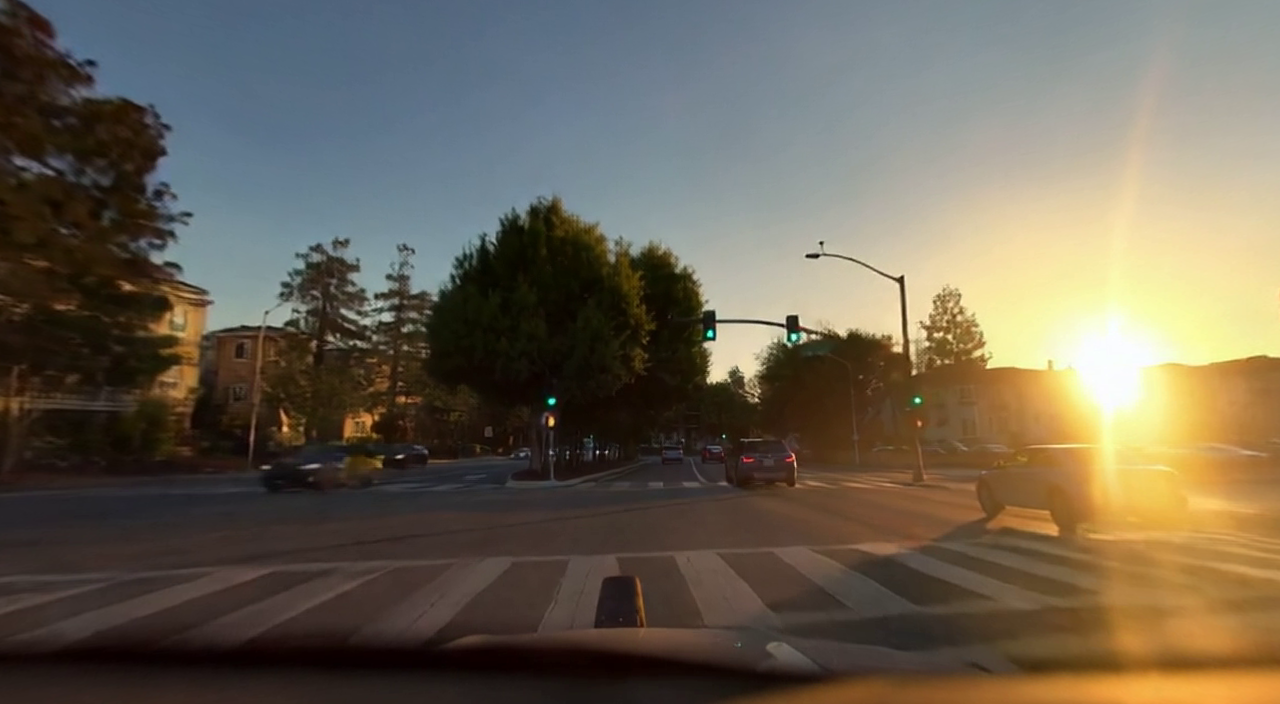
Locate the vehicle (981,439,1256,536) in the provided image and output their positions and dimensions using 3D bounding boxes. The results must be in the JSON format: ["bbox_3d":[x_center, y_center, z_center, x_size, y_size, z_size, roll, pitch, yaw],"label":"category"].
[{"bbox_3d":[8.571,2.425,11.933,1.949,1.492,4.103,0,-9,0],"label":"vehicle"}]

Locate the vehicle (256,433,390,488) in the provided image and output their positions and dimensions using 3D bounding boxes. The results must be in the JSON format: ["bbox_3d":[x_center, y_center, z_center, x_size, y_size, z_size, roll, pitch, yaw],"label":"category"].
[{"bbox_3d":[-11.323,3.907,23.071,2.155,1.768,4.904,-1,-9,2],"label":"vehicle"}]

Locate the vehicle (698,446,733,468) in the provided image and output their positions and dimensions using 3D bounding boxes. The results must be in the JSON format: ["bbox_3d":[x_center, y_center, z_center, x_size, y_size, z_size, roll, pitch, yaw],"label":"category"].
[{"bbox_3d":[5.180,7.245,43.758,2.064,1.474,4.389,0,-9,2],"label":"vehicle"}]

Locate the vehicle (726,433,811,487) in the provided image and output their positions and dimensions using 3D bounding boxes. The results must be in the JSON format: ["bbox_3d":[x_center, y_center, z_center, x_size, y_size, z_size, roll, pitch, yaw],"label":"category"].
[{"bbox_3d":[4.657,4.002,23.680,2.209,1.813,4.724,0,-9,1],"label":"vehicle"}]

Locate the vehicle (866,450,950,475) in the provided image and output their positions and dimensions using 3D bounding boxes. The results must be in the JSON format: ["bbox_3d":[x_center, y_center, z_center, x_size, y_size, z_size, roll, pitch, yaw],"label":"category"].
[{"bbox_3d":[16.724,6.893,39.734,2.040,1.472,4.846,3,-9,-21],"label":"vehicle"}]
